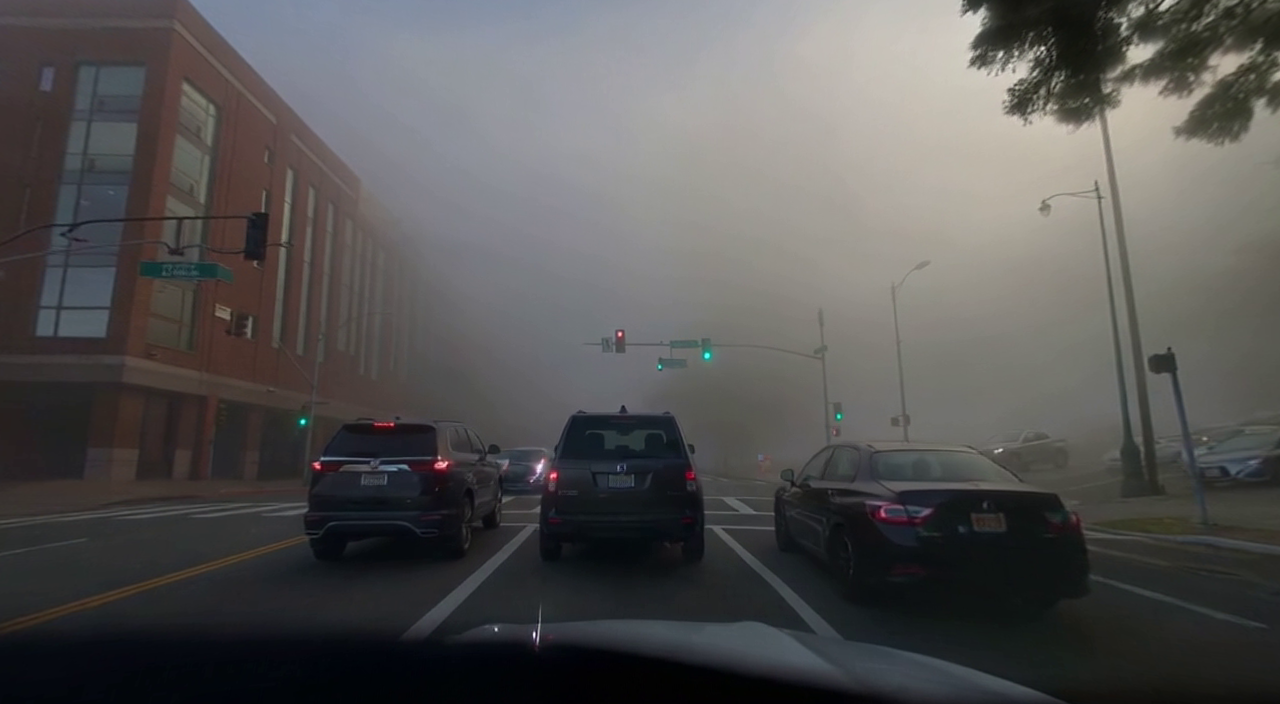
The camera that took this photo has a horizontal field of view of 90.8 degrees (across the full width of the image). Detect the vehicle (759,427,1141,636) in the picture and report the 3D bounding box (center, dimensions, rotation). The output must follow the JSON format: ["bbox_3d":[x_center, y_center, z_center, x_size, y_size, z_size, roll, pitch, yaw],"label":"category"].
[{"bbox_3d":[2.601,1.585,6.619,1.852,1.462,4.155,0,-8,0],"label":"vehicle"}]

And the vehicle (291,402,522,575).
[{"bbox_3d":[-2.885,1.766,8.928,1.855,1.812,4.244,0,-9,-4],"label":"vehicle"}]

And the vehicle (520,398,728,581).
[{"bbox_3d":[-0.168,1.736,8.765,2.105,1.842,4.537,0,-8,0],"label":"vehicle"}]

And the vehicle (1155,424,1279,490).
[{"bbox_3d":[17.514,2.965,17.747,4.547,1.720,1.624,0,-12,-2],"label":"vehicle"}]
